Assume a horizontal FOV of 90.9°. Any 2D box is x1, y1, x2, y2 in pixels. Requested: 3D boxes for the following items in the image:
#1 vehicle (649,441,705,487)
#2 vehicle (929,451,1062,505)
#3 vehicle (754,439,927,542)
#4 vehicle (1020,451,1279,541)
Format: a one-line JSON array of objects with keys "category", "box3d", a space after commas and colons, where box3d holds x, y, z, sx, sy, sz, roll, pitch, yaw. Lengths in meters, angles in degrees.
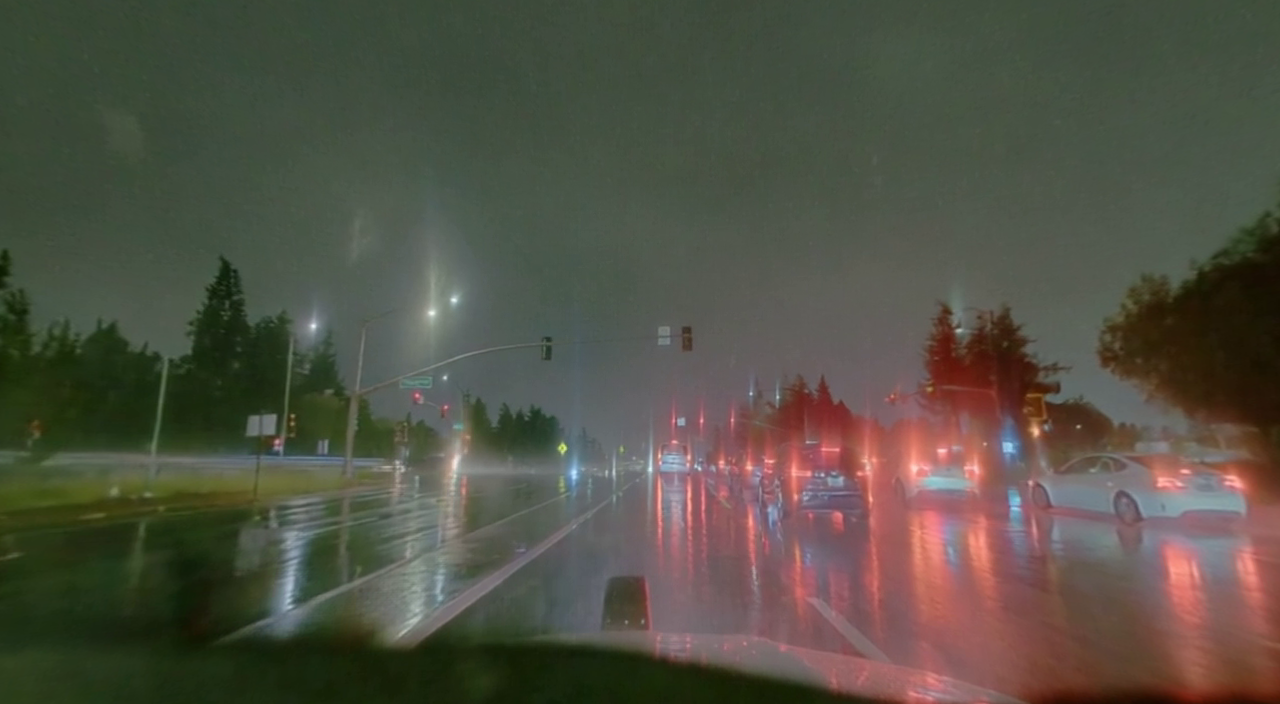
[{"category": "vehicle", "box3d": [1.520, 4.792, 27.396, 2.245, 1.800, 4.522, 0, -8, 1]}, {"category": "vehicle", "box3d": [11.158, 3.956, 20.188, 1.842, 1.466, 4.379, -1, -8, 3]}, {"category": "vehicle", "box3d": [3.476, 2.455, 11.869, 2.078, 1.578, 4.107, 0, -9, 3]}, {"category": "vehicle", "box3d": [9.799, 2.707, 12.525, 1.884, 1.422, 4.262, 0, -9, 1]}]
